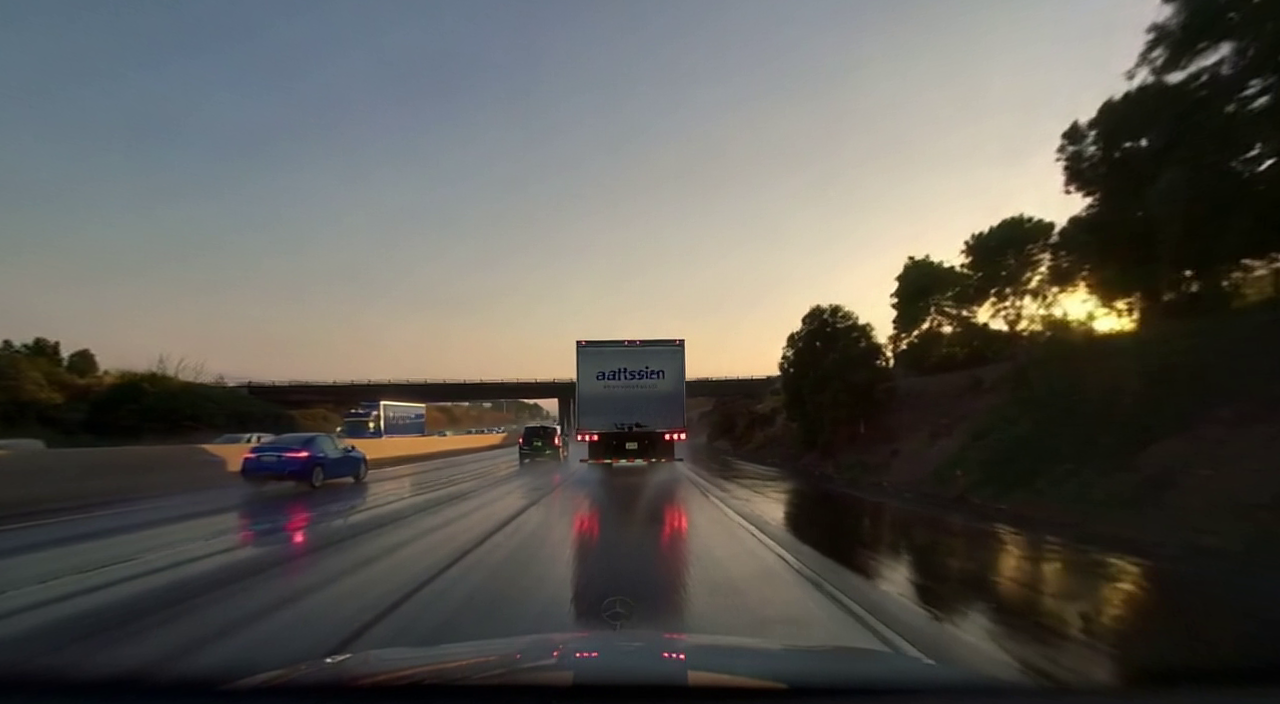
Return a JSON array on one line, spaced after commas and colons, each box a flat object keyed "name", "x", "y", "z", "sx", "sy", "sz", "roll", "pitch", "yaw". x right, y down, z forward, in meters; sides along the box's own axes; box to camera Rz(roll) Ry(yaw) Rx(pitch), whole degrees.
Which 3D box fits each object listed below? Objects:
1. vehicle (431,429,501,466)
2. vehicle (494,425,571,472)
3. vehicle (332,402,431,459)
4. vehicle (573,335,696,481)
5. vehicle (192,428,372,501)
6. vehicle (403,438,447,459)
[{"name": "vehicle", "x": -7.969, "y": 4.395, "z": 29.183, "sx": 1.981, "sy": 1.574, "sz": 4.561, "roll": 0, "pitch": -8, "yaw": -1}, {"name": "vehicle", "x": -4.140, "y": 3.807, "z": 25.095, "sx": 2.168, "sy": 1.671, "sz": 4.888, "roll": 0, "pitch": -8, "yaw": 1}, {"name": "vehicle", "x": -19.758, "y": 6.185, "z": 49.079, "sx": 3.034, "sy": 3.950, "sz": 10.763, "roll": 0, "pitch": -8, "yaw": 1}, {"name": "vehicle", "x": -0.207, "y": 2.259, "z": 23.100, "sx": 3.442, "sy": 4.106, "sz": 10.719, "roll": 0, "pitch": -8, "yaw": -1}, {"name": "vehicle", "x": -8.177, "y": 2.576, "z": 14.892, "sx": 1.940, "sy": 1.488, "sz": 3.976, "roll": 0, "pitch": -8, "yaw": -1}, {"name": "vehicle", "x": -16.147, "y": 7.250, "z": 47.394, "sx": 1.886, "sy": 1.538, "sz": 4.033, "roll": 0, "pitch": -8, "yaw": 0}]
